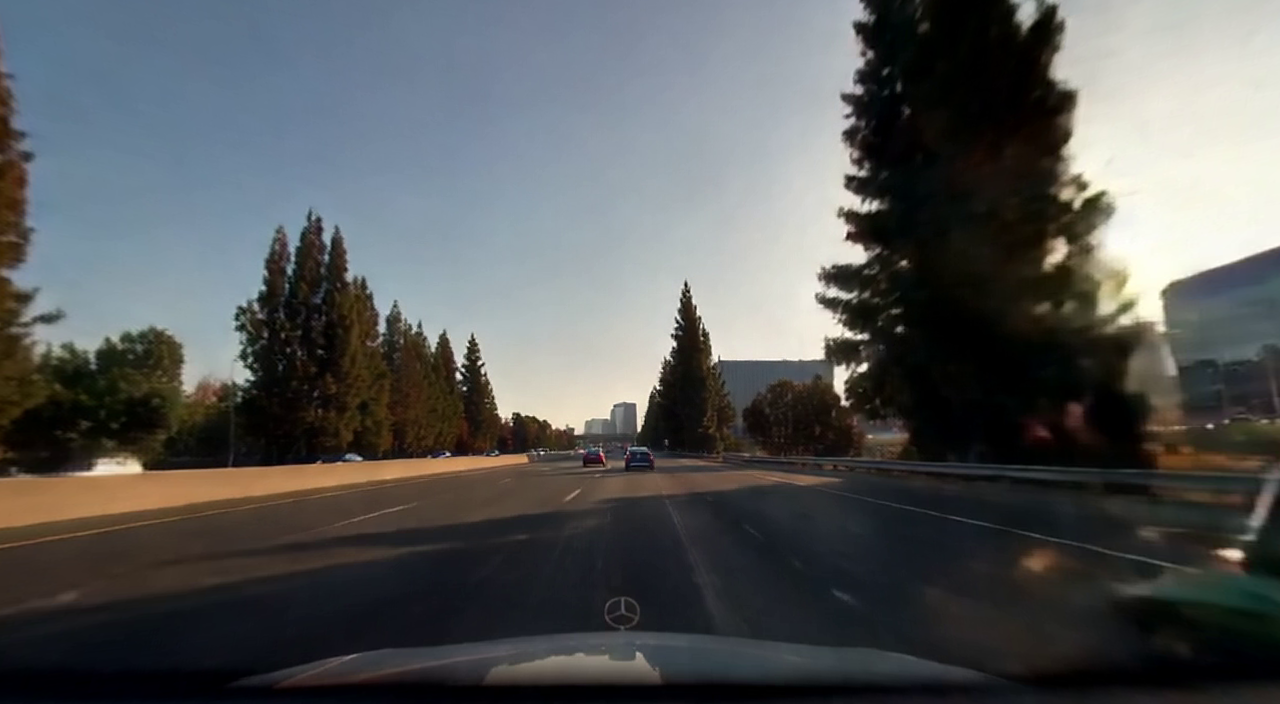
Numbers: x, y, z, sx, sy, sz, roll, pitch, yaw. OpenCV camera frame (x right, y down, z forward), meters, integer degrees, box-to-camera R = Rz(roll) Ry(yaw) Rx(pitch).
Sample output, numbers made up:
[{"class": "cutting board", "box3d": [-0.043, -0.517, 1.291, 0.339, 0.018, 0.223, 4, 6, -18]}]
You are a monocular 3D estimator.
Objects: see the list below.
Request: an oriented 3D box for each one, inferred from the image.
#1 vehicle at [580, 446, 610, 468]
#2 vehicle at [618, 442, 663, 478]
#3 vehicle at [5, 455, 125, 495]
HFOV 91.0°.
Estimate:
[{"class": "vehicle", "box3d": [-3.487, 8.205, 49.364, 2.049, 1.659, 4.183, 0, -9, 0]}, {"class": "vehicle", "box3d": [-0.004, 5.853, 34.476, 2.302, 1.810, 4.707, 0, -8, -1]}, {"class": "vehicle", "box3d": [-31.161, 6.632, 34.329, 2.041, 1.960, 4.718, 0, -9, -1]}]
